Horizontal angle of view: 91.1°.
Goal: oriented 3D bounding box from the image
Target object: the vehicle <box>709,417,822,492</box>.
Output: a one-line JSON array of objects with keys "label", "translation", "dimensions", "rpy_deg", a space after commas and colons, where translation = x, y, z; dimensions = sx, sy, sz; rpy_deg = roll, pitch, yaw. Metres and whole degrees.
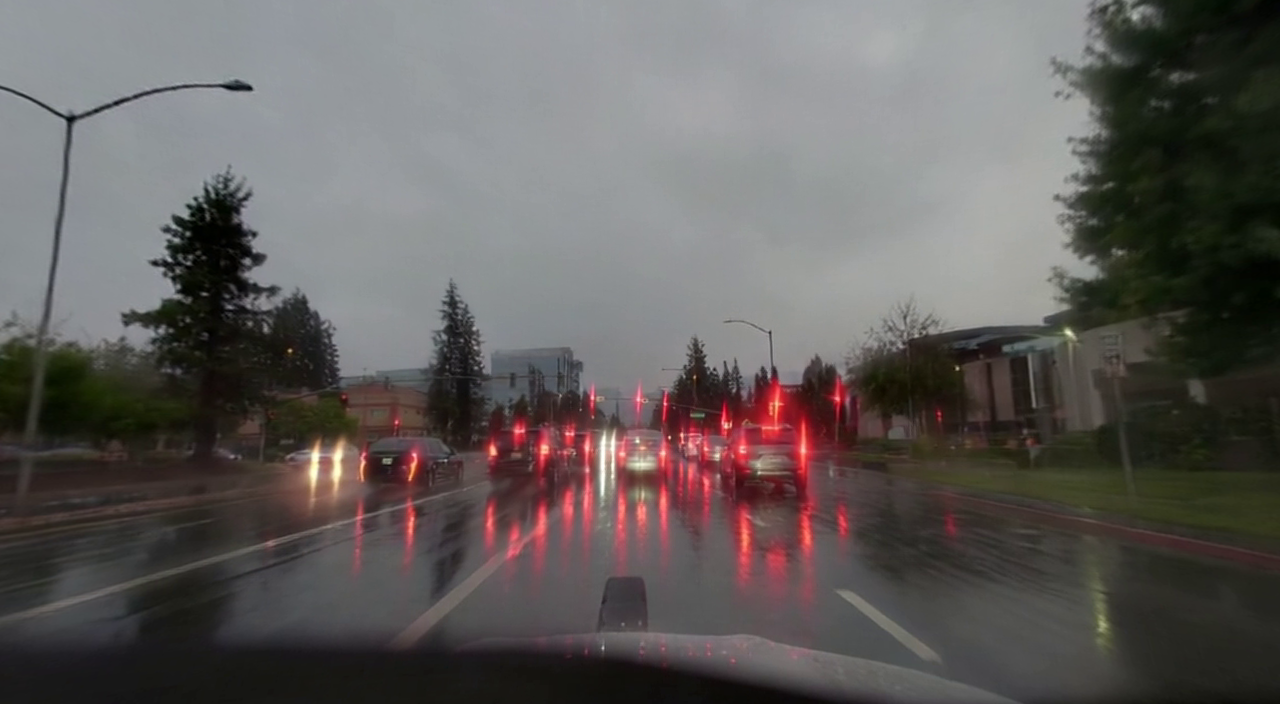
[{"label": "vehicle", "translation": [3.359, 2.890, 17.945], "dimensions": [2.141, 1.833, 4.704], "rpy_deg": [0, -8, -2]}]

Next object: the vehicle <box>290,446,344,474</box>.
[{"label": "vehicle", "translation": [-22.396, 7.457, 43.762], "dimensions": [2.219, 1.786, 5.705], "rpy_deg": [3, -9, -17]}]

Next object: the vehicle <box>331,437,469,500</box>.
[{"label": "vehicle", "translation": [-6.358, 3.122, 17.314], "dimensions": [1.926, 1.465, 4.620], "rpy_deg": [0, -8, 1]}]

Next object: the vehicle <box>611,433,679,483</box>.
[{"label": "vehicle", "translation": [0.132, 3.433, 20.616], "dimensions": [2.021, 1.461, 3.862], "rpy_deg": [0, -8, -1]}]

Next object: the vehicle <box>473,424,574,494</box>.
[{"label": "vehicle", "translation": [-3.065, 2.939, 17.537], "dimensions": [1.912, 1.703, 4.261], "rpy_deg": [0, -8, 1]}]
